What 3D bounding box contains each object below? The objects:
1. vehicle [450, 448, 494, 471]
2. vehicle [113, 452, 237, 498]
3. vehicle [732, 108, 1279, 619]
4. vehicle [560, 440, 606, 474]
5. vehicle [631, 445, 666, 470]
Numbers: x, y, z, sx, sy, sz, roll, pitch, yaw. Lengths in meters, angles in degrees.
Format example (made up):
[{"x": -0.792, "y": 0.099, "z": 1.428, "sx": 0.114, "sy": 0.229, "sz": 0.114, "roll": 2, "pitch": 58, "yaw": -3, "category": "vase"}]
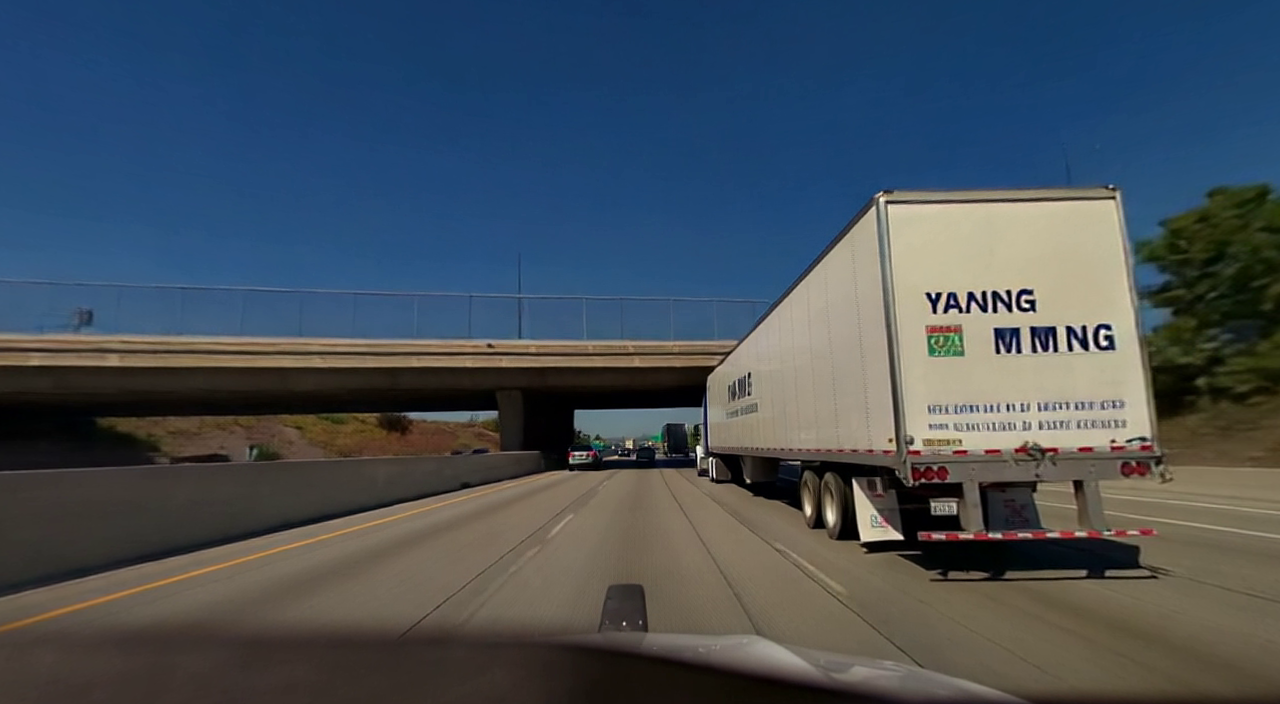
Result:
[{"x": -11.990, "y": 7.701, "z": 45.330, "sx": 1.839, "sy": 1.503, "sz": 4.410, "roll": 0, "pitch": -9, "yaw": 1, "category": "vehicle"}, {"x": -19.364, "y": 5.108, "z": 26.551, "sx": 1.897, "sy": 1.729, "sz": 4.321, "roll": 0, "pitch": -9, "yaw": 0, "category": "vehicle"}, {"x": 3.946, "y": 0.910, "z": 11.211, "sx": 2.821, "sy": 4.077, "sz": 12.562, "roll": 0, "pitch": -9, "yaw": 0, "category": "vehicle"}, {"x": -3.077, "y": 5.787, "z": 34.926, "sx": 2.058, "sy": 1.711, "sz": 4.226, "roll": 0, "pitch": -9, "yaw": 1, "category": "vehicle"}, {"x": 0.516, "y": 6.623, "z": 39.678, "sx": 2.063, "sy": 1.469, "sz": 4.208, "roll": 0, "pitch": -9, "yaw": 0, "category": "vehicle"}]
